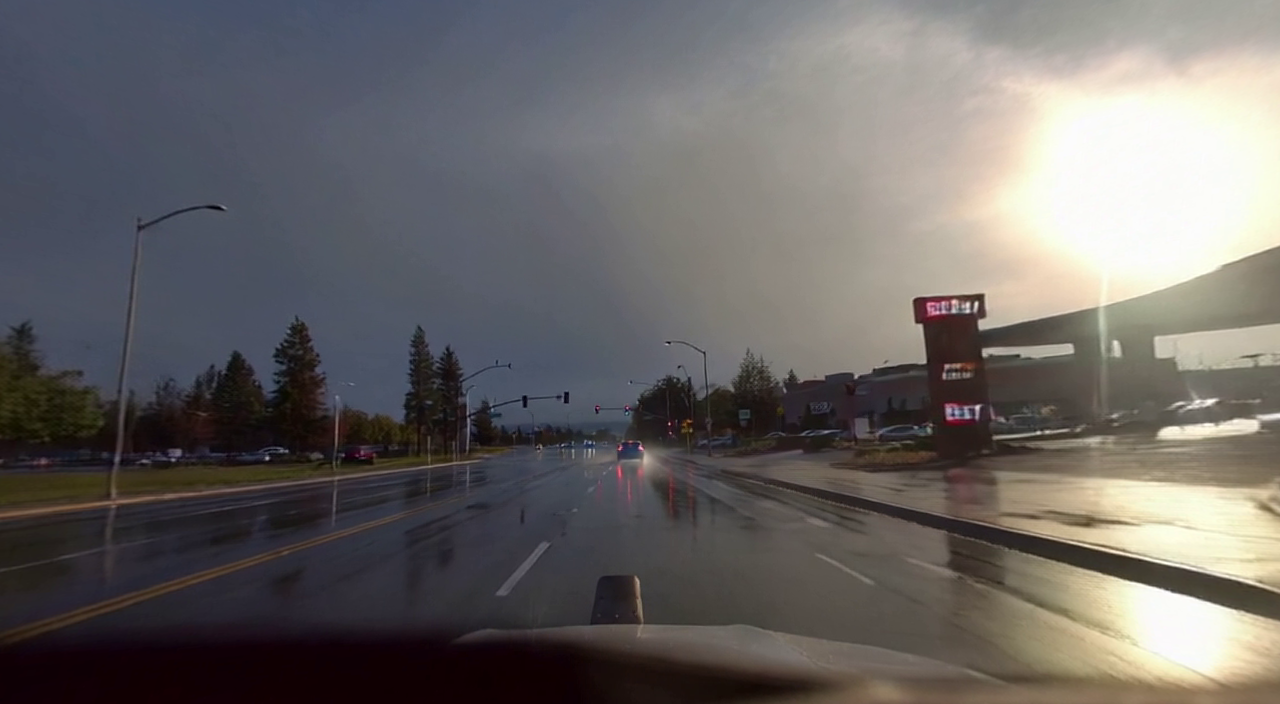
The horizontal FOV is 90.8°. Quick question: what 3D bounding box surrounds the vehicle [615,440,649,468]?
[{"bbox_3d":[-0.526,6.410,39.903,2.024,1.628,4.774,0,-9,-1],"label":"vehicle"}]
